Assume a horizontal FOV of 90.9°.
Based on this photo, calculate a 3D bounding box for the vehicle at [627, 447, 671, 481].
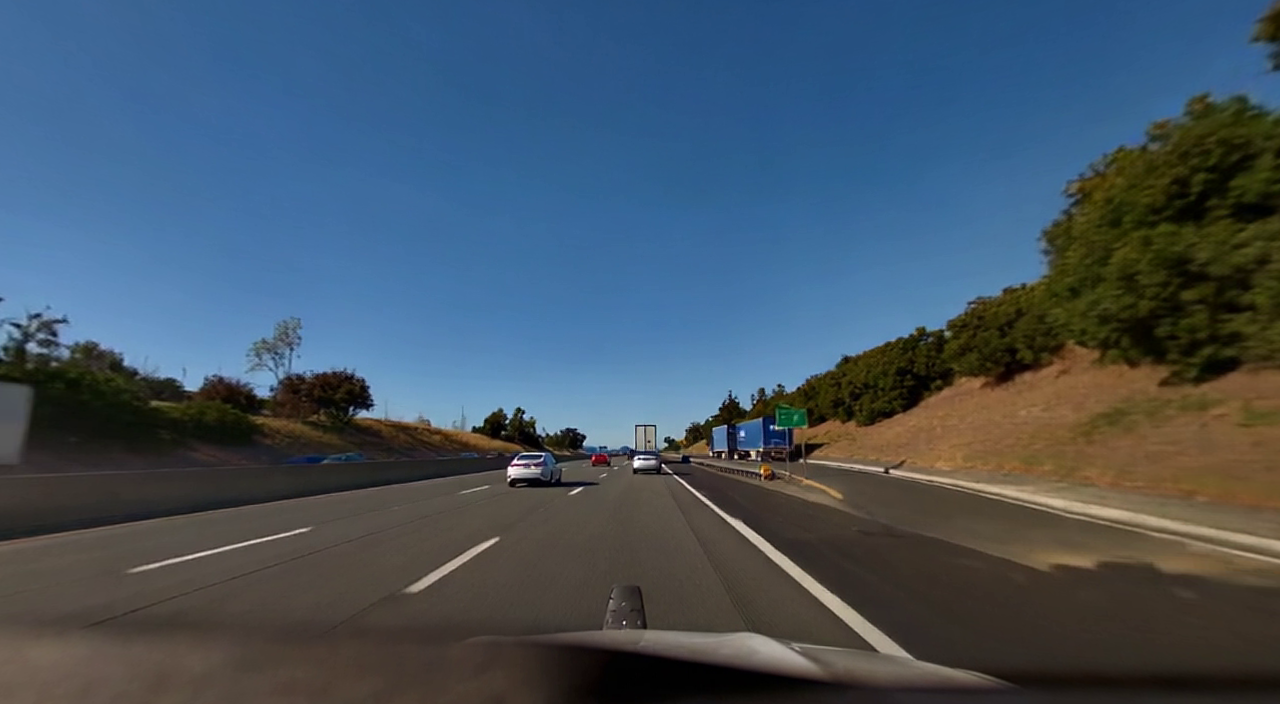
[{"bbox_3d":[0.413,5.376,30.466,1.991,1.507,3.391,0,-9,0],"label":"vehicle"}]

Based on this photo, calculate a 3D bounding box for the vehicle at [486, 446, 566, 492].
[{"bbox_3d":[-4.021,4.194,23.011,2.018,1.504,4.431,0,-9,1],"label":"vehicle"}]
